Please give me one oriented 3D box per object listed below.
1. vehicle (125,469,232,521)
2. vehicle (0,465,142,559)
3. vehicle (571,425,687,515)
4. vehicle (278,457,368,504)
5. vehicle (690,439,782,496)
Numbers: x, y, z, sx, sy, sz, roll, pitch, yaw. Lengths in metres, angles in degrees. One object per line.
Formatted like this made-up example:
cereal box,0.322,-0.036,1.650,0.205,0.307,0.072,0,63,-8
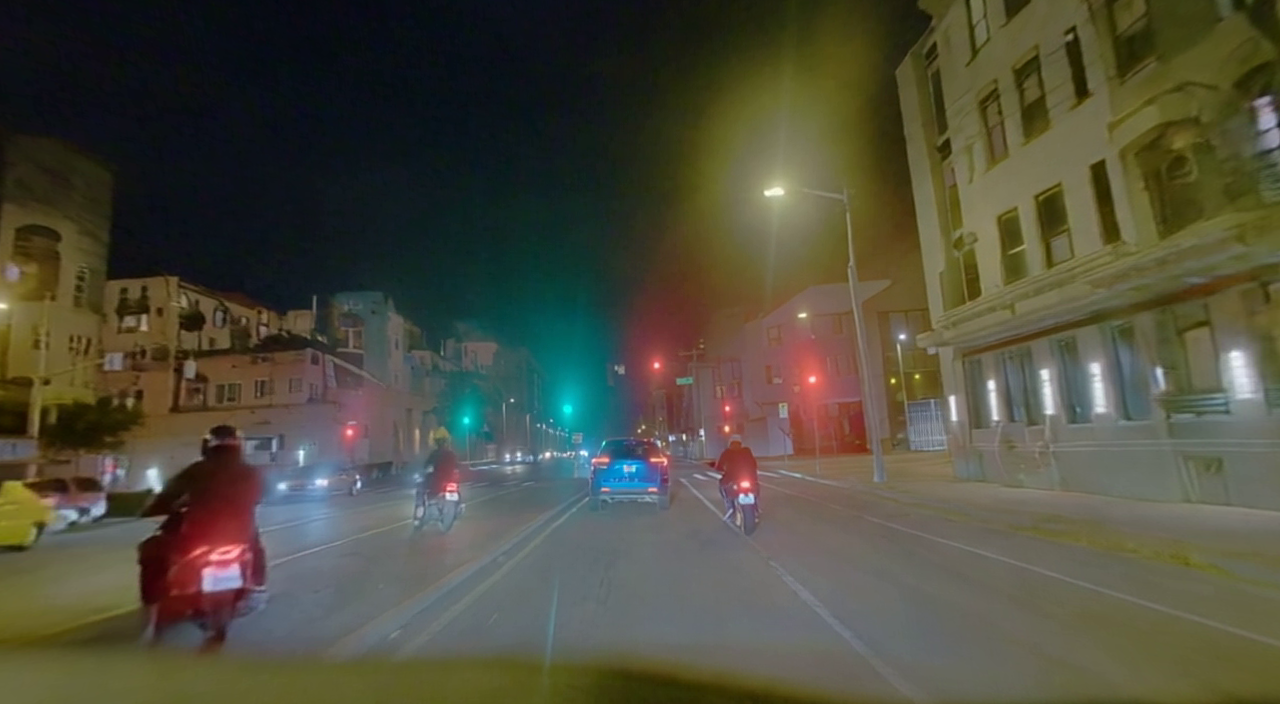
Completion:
vehicle,-18.521,5.715,25.582,2.032,1.701,4.475,2,-9,-17
vehicle,-13.672,3.418,13.751,1.926,1.732,4.635,0,-9,-2
vehicle,-0.200,2.641,14.508,2.265,1.748,4.130,0,-9,1
vehicle,-13.519,5.464,27.218,1.871,1.786,4.386,0,-9,-4
vehicle,2.769,3.466,19.243,2.101,1.507,4.355,0,-9,0
